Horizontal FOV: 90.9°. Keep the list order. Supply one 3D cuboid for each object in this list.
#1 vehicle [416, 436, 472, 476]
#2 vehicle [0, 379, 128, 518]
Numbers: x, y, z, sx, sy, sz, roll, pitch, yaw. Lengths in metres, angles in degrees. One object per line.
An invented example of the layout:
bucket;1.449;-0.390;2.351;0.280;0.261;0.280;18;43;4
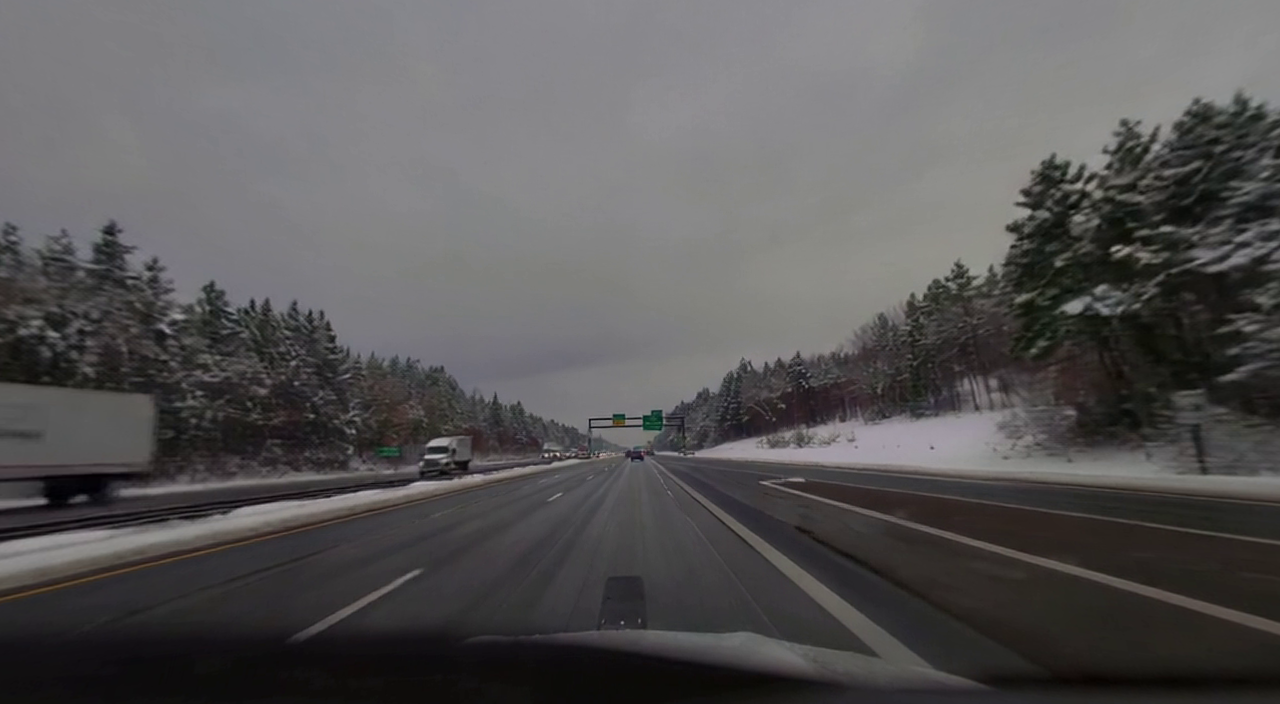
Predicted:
vehicle;-14.378;7.651;46.665;2.285;2.710;6.085;0;-9;-1
vehicle;-18.101;2.410;15.731;2.824;3.571;9.191;0;-9;0
